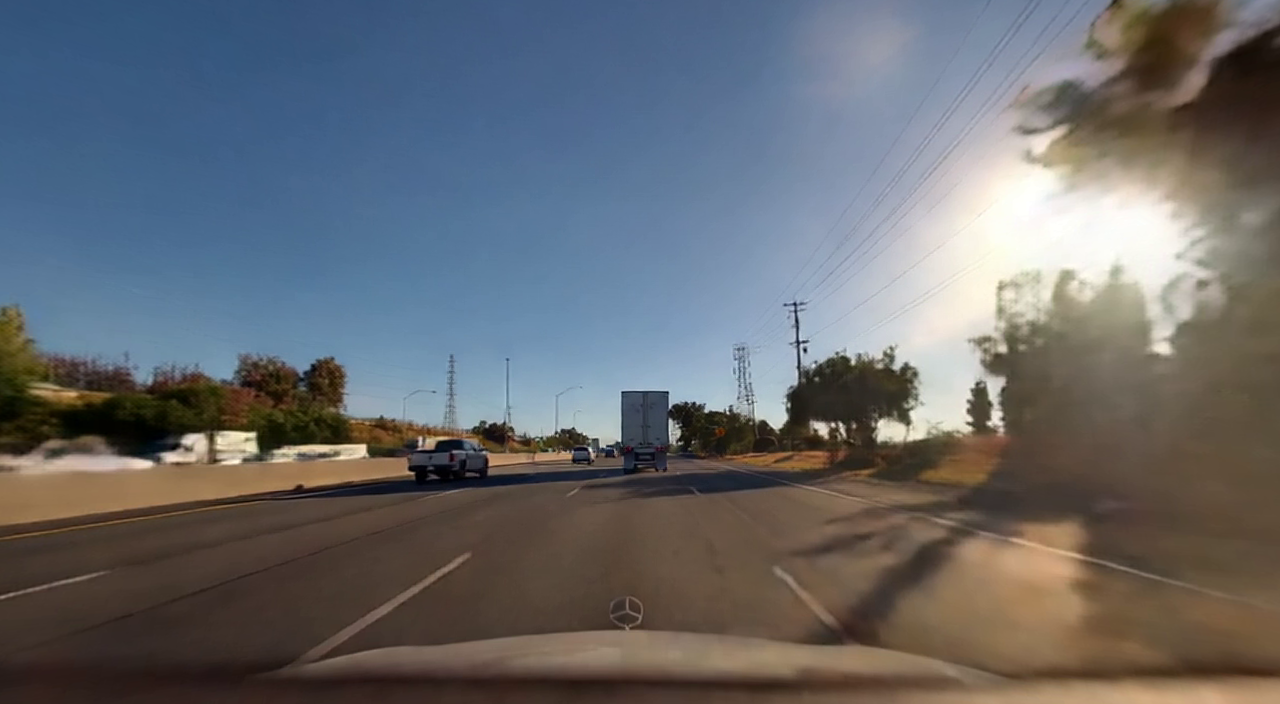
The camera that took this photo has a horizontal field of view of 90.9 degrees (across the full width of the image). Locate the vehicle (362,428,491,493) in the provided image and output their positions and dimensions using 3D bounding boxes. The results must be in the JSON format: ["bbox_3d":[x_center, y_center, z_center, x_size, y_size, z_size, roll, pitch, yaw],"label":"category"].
[{"bbox_3d":[-7.109,3.691,21.851,2.263,1.936,5.802,-1,-8,2],"label":"vehicle"}]

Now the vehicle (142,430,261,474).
[{"bbox_3d":[-32.583,7.487,47.417,3.069,3.009,8.042,-1,-8,1],"label":"vehicle"}]

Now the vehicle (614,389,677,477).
[{"bbox_3d":[0.412,4.586,35.010,2.879,4.027,11.243,-1,-8,2],"label":"vehicle"}]

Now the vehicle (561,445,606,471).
[{"bbox_3d":[-3.464,6.602,39.502,2.138,1.469,4.677,-1,-8,3],"label":"vehicle"}]
